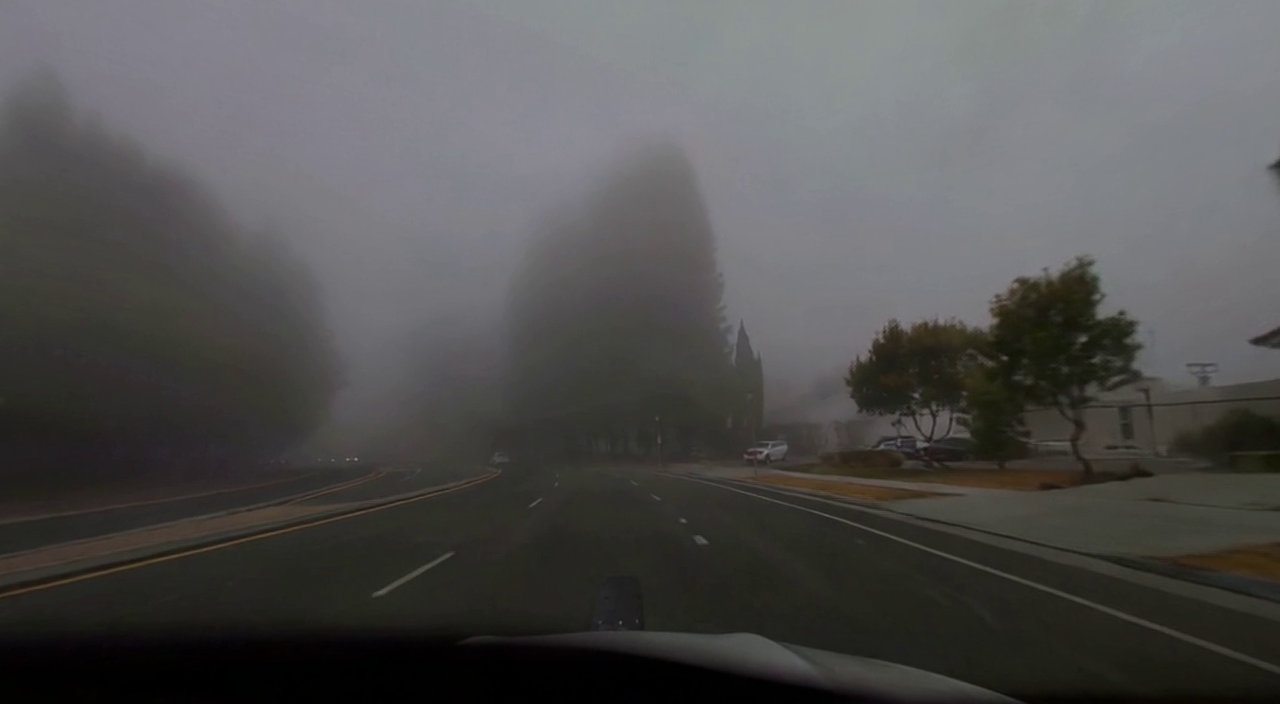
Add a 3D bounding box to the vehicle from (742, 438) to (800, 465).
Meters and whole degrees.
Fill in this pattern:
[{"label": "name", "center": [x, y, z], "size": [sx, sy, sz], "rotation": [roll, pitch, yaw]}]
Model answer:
[{"label": "vehicle", "center": [9.751, 7.355, 46.880], "size": [2.110, 1.863, 4.977], "rotation": [-9, -12, 37]}]
